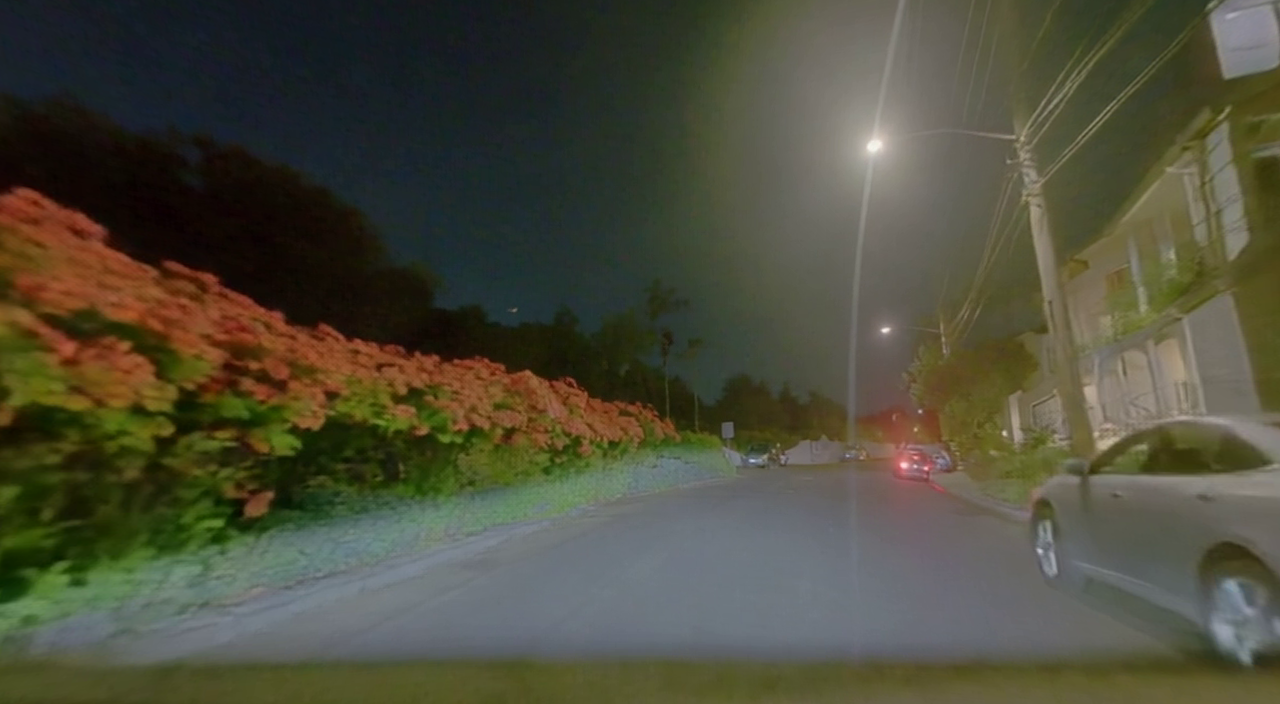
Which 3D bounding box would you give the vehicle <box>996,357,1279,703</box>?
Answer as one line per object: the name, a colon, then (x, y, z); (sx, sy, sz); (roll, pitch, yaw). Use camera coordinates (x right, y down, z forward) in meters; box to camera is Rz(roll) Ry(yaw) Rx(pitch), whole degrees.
vehicle: (4.661, 1.174, 4.328); (2.311, 1.909, 5.570); (-2, -9, 13)
